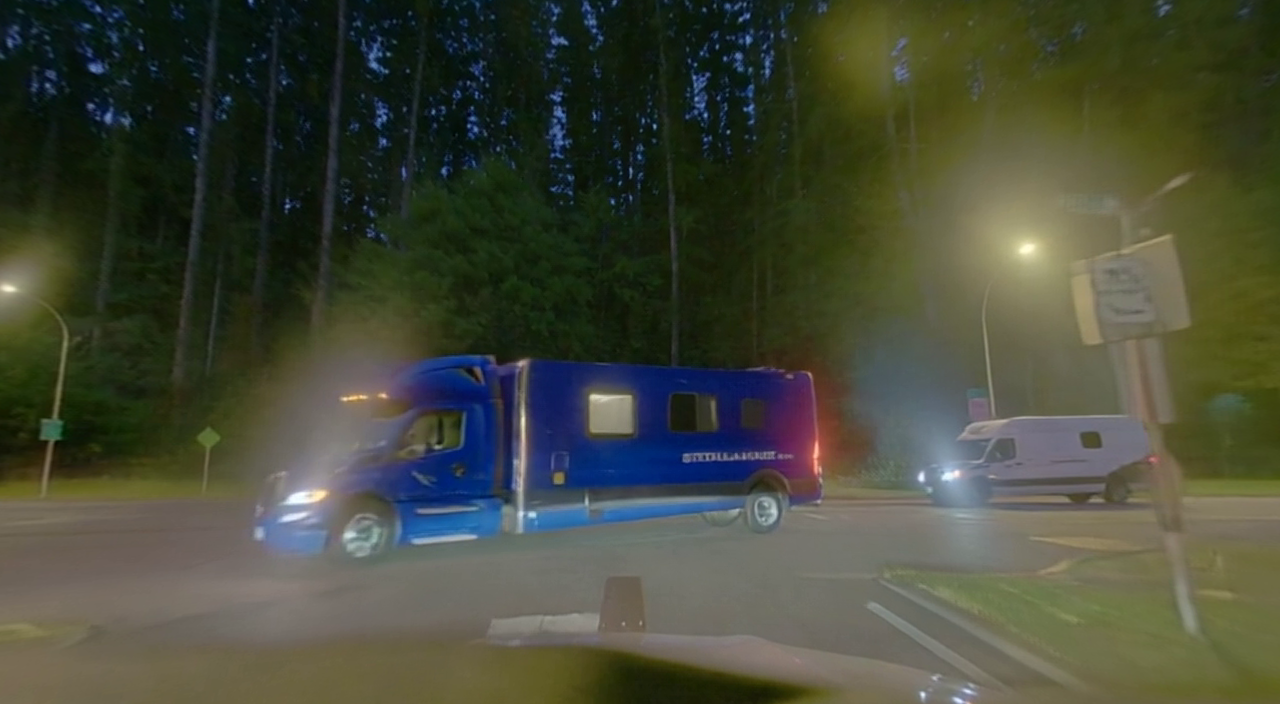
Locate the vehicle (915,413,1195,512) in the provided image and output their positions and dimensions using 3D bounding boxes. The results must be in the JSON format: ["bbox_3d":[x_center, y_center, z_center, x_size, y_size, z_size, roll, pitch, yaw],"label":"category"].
[{"bbox_3d":[10.942,2.925,16.981,5.923,2.424,2.247,0,-9,-4],"label":"vehicle"}]

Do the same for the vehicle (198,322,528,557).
[{"bbox_3d":[-4.652,1.509,10.950,4.552,3.175,2.847,5,-10,-31],"label":"vehicle"}]

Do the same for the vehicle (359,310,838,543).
[{"bbox_3d":[-0.410,1.656,13.438,9.765,3.622,2.740,5,-10,-29],"label":"vehicle"}]
